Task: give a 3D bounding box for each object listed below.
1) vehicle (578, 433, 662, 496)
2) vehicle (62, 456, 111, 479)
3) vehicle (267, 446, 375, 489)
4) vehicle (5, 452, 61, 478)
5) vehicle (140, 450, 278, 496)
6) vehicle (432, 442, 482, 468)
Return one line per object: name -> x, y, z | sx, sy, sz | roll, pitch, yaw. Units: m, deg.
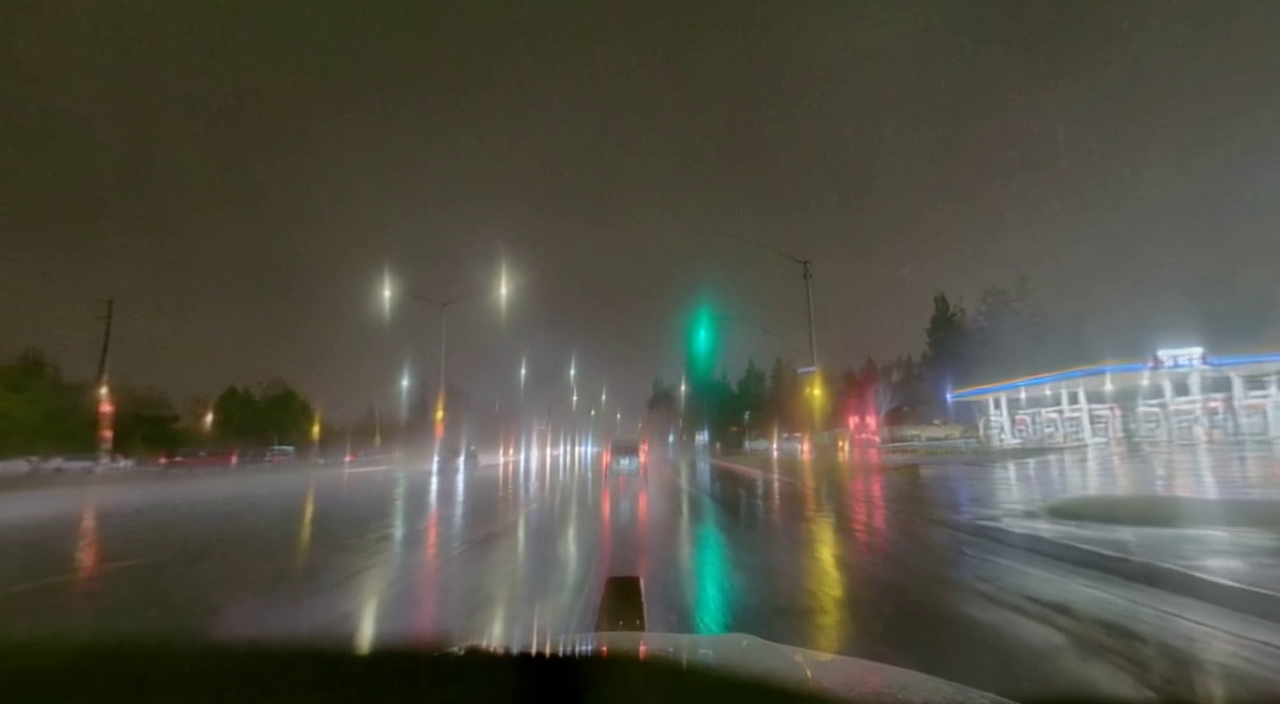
vehicle -> -0.475, 3.072, 17.580 | 2.062, 1.519, 4.214 | 1, -8, 0
vehicle -> -42.180, 8.780, 47.943 | 3.985, 1.544, 1.963 | -6, -11, 38
vehicle -> -12.745, 4.601, 25.525 | 1.989, 1.539, 4.413 | 0, -8, 1
vehicle -> -43.900, 8.127, 45.510 | 4.745, 1.716, 2.224 | -6, -11, 40
vehicle -> -16.129, 4.521, 23.950 | 1.920, 1.481, 4.660 | 0, -8, 1
vehicle -> -12.236, 6.898, 42.405 | 1.994, 1.647, 4.331 | 0, -8, 1
